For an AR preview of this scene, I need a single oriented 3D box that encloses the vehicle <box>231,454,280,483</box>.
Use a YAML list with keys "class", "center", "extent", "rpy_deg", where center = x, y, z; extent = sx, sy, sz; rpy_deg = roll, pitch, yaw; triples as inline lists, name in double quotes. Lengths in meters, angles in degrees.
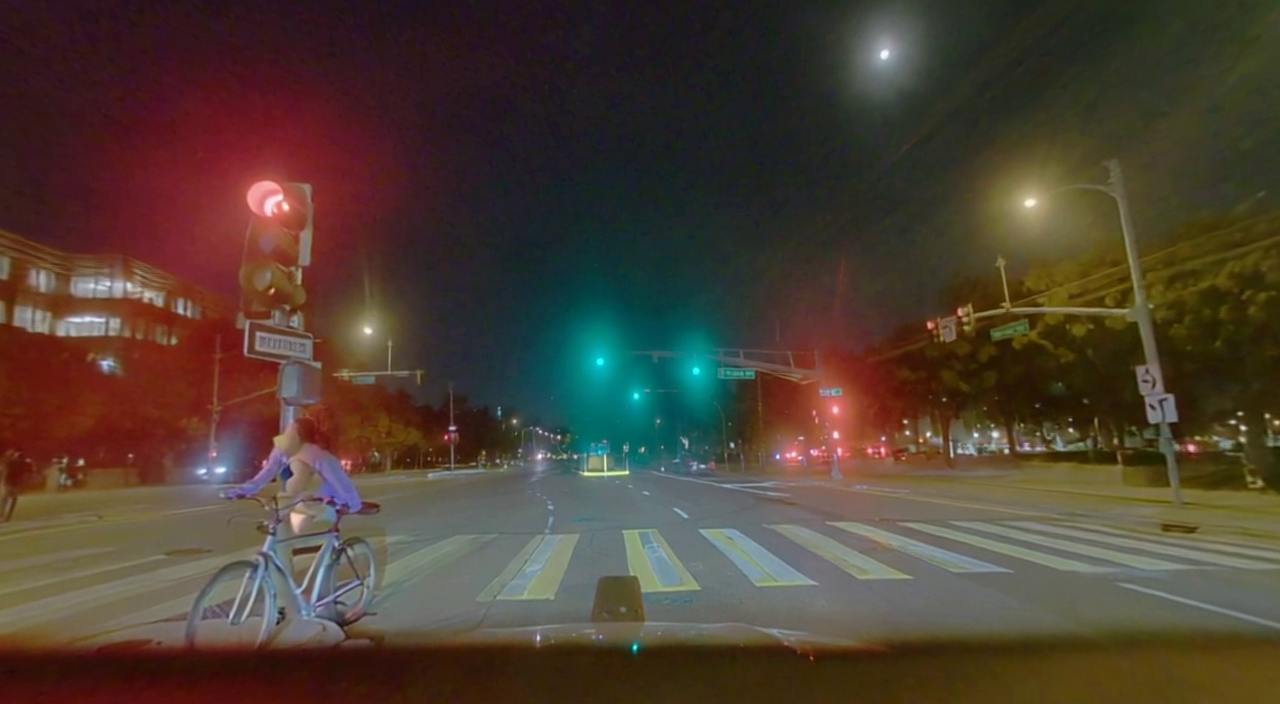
- class: "vehicle"
  center: [-27.530, 8.281, 45.160]
  extent: [2.199, 1.838, 4.222]
  rpy_deg: [7, -11, -40]
